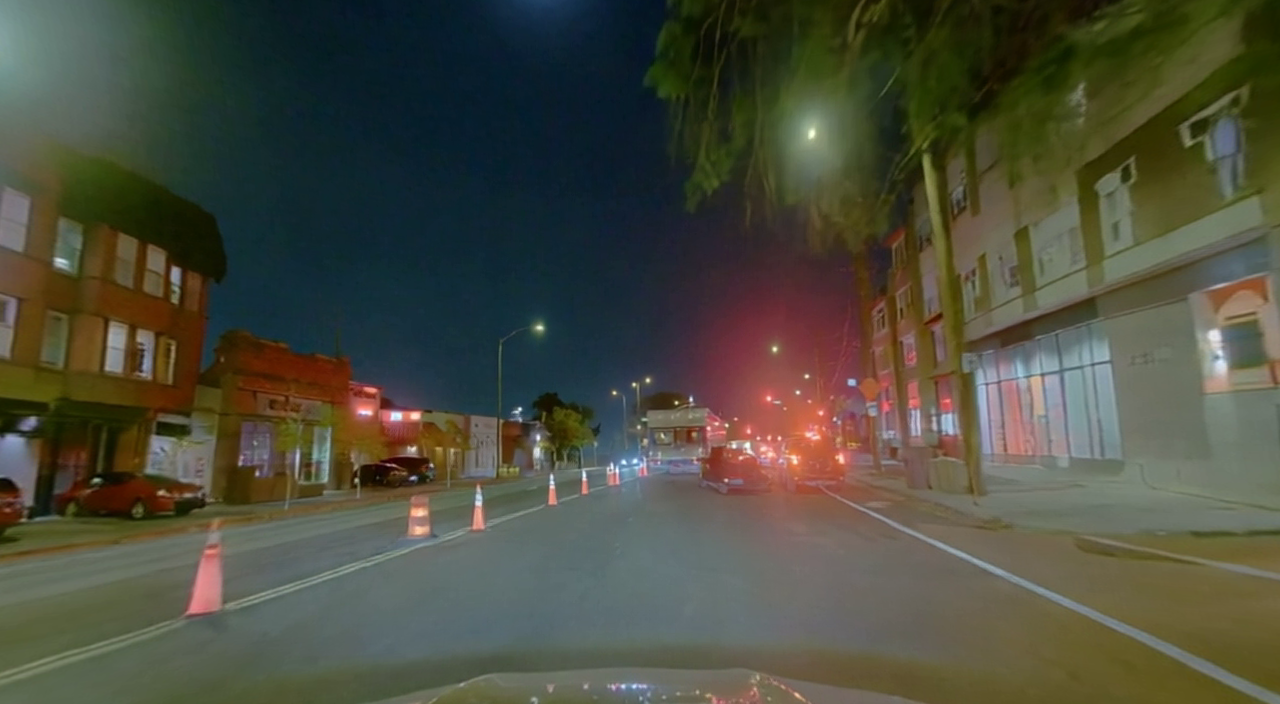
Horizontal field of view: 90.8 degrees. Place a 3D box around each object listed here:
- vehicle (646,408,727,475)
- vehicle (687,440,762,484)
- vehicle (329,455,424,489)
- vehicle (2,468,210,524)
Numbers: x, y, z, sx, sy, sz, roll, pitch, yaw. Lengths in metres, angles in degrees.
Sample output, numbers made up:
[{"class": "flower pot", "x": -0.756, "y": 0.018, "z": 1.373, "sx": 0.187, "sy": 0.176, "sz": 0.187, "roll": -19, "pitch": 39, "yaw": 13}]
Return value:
[{"class": "vehicle", "x": 3.133, "y": 5.343, "z": 37.578, "sx": 2.977, "sy": 3.271, "sz": 12.748, "roll": -2, "pitch": -9, "yaw": 12}, {"class": "vehicle", "x": 3.085, "y": 4.150, "z": 24.070, "sx": 2.159, "sy": 1.506, "sz": 4.086, "roll": 0, "pitch": -9, "yaw": -2}, {"class": "vehicle", "x": -14.444, "y": 6.556, "z": 34.694, "sx": 4.397, "sy": 1.698, "sz": 1.932, "roll": -2, "pitch": -9, "yaw": 11}, {"class": "vehicle", "x": -16.528, "y": 4.418, "z": 19.680, "sx": 4.952, "sy": 1.510, "sz": 2.115, "roll": -2, "pitch": -9, "yaw": 10}]
